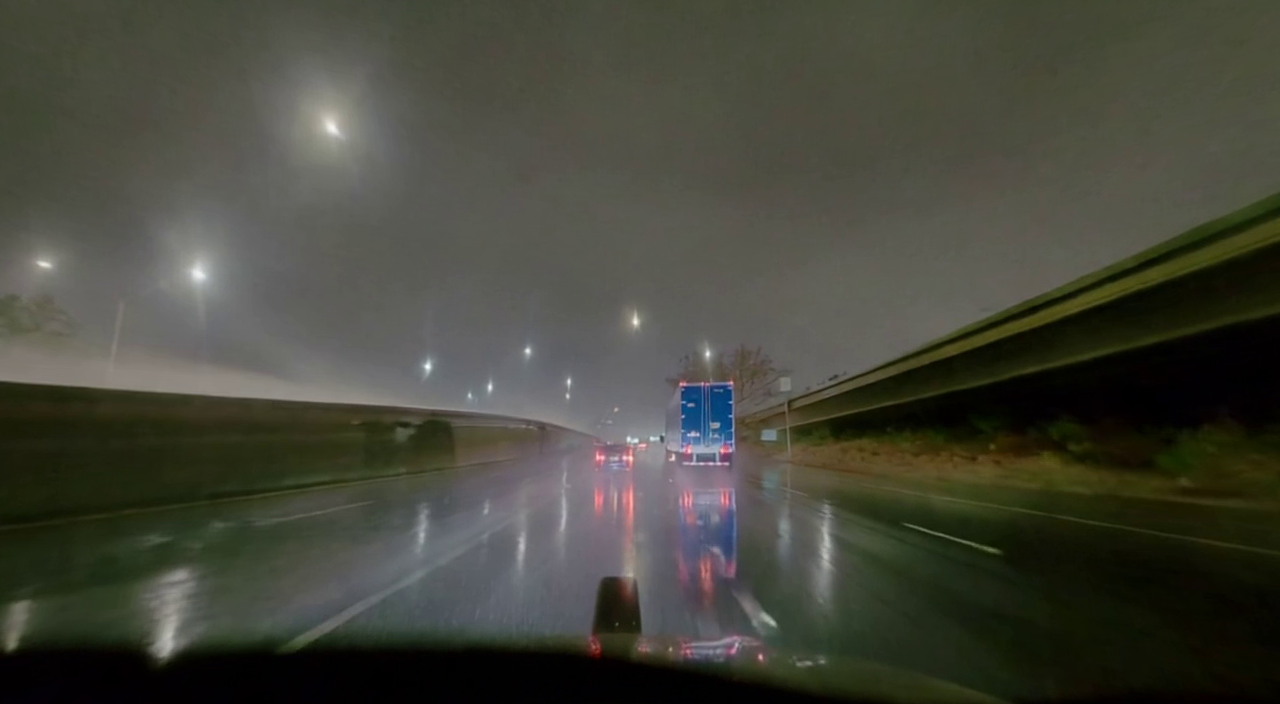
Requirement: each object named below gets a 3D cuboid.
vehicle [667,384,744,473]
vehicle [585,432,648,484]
[{"bbox_3d":[3.193,4.222,33.839,2.964,4.063,10.072,0,-9,0],"label":"vehicle"},{"bbox_3d":[-0.749,3.884,23.306,2.077,1.716,4.514,0,-9,1],"label":"vehicle"}]
